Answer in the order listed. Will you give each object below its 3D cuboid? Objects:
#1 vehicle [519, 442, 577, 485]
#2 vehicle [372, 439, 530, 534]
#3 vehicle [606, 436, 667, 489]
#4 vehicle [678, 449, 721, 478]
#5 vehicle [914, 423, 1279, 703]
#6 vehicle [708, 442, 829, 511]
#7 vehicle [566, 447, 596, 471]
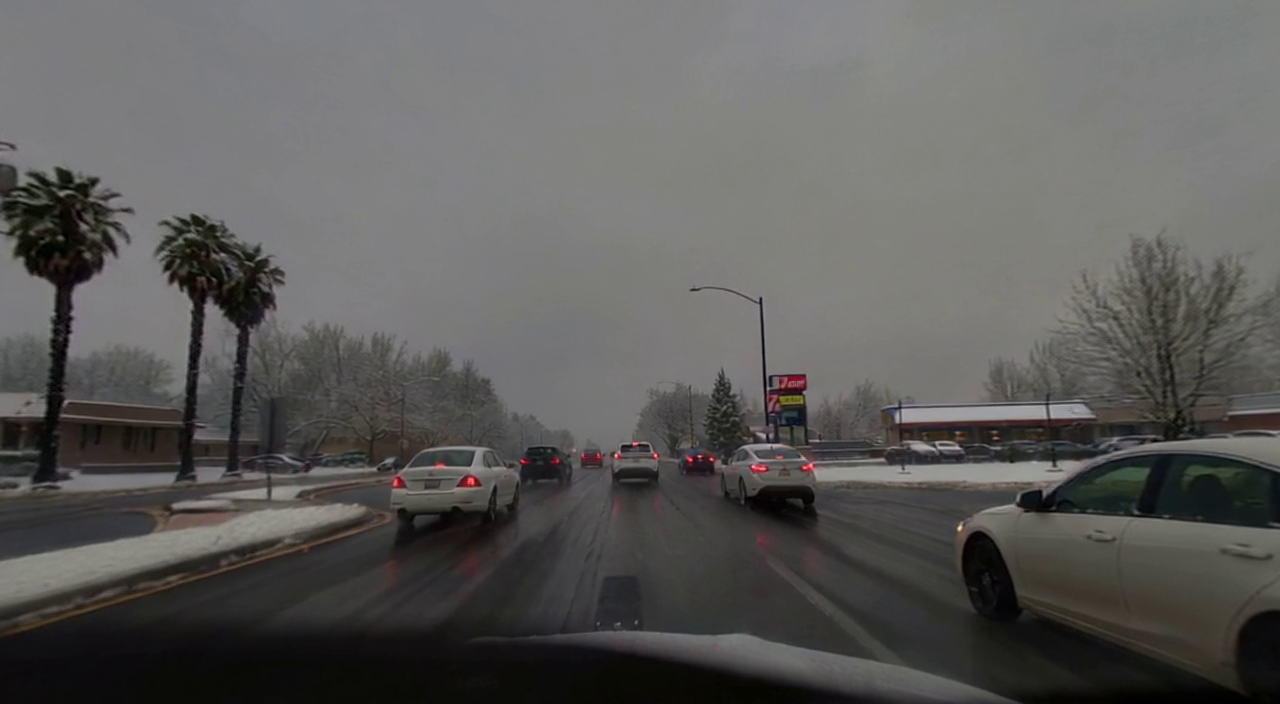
[{"bbox_3d":[-3.967,4.865,27.821,1.932,1.695,4.235,0,-8,0],"label":"vehicle"},{"bbox_3d":[-3.395,2.469,12.246,1.864,1.505,4.202,0,-8,-1],"label":"vehicle"},{"bbox_3d":[-0.156,4.229,24.446,2.164,1.867,4.254,0,-8,-1],"label":"vehicle"},{"bbox_3d":[3.241,6.193,35.085,1.880,1.476,3.932,0,-8,-2],"label":"vehicle"},{"bbox_3d":[3.633,1.206,3.853,1.867,1.448,4.436,0,-8,-1],"label":"vehicle"},{"bbox_3d":[3.076,3.082,16.147,1.977,1.480,4.589,0,-8,-2],"label":"vehicle"},{"bbox_3d":[-4.321,7.830,46.354,1.871,1.673,3.920,0,-8,-1],"label":"vehicle"}]
